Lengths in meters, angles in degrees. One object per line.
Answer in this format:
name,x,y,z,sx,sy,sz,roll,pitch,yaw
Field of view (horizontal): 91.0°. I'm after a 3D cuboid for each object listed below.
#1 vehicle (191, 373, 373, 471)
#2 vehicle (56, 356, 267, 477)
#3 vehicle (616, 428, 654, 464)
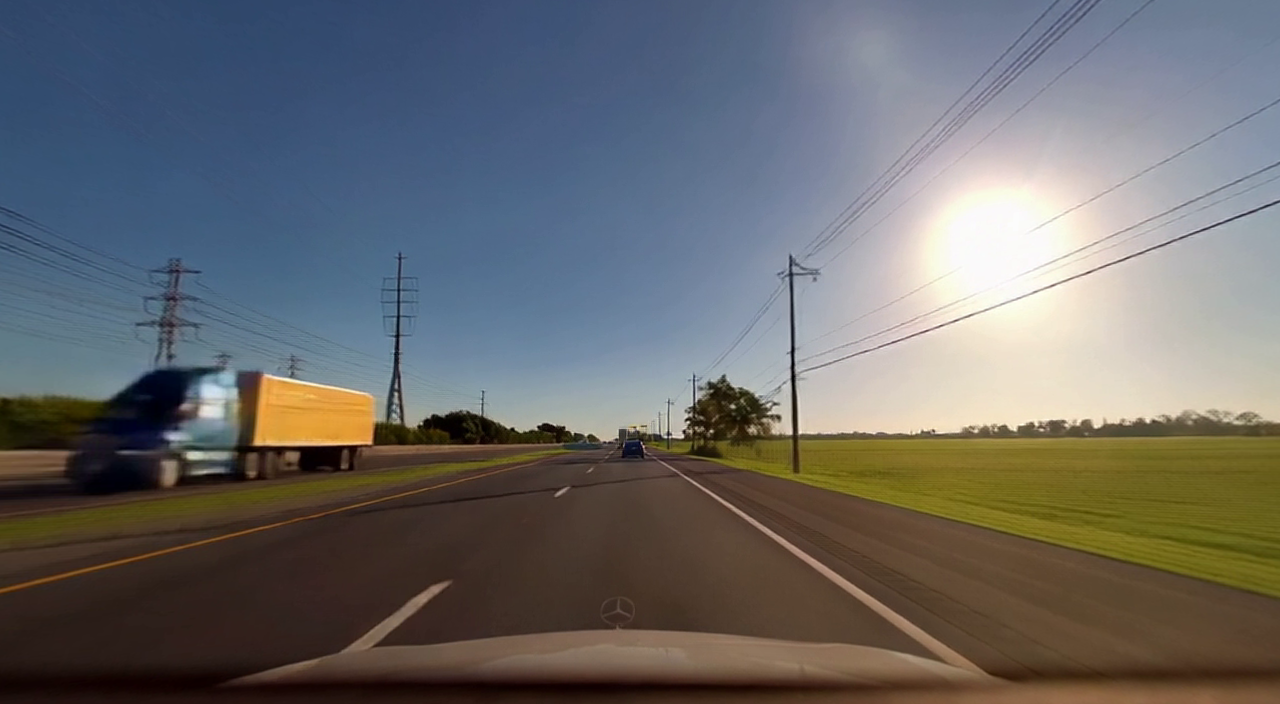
vehicle,-17.046,3.630,31.377,2.992,4.025,10.640,0,-8,-1
vehicle,-16.857,2.433,22.876,2.967,3.820,5.896,0,-8,-1
vehicle,-0.369,5.947,40.014,2.240,2.129,4.480,0,-8,-2
